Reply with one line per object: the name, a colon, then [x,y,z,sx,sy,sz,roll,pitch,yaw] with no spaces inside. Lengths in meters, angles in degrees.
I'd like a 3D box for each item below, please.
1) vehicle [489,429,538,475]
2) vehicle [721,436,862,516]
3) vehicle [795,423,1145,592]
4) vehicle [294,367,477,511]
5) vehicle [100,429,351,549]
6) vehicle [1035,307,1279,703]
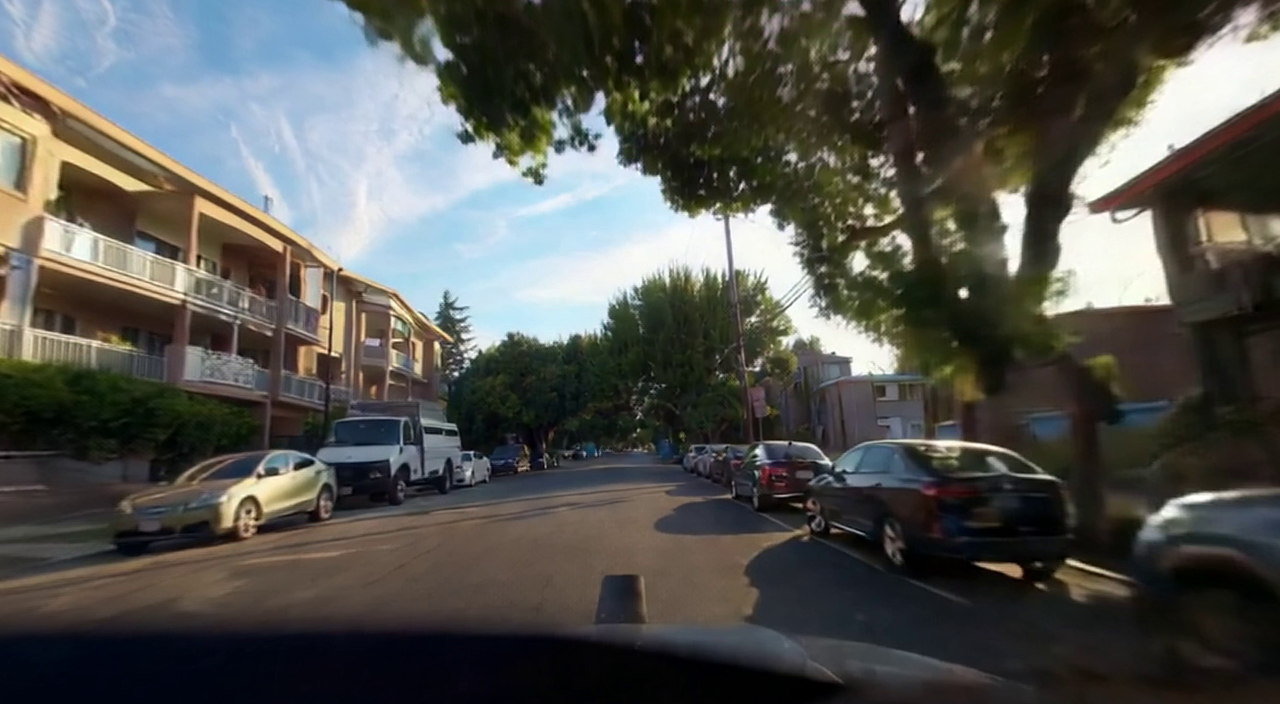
vehicle: [-7.195,5.749,36.411,1.889,2.463,4.142,0,-9,1]
vehicle: [3.338,2.841,15.072,2.057,1.554,4.905,0,-9,-1]
vehicle: [3.677,1.812,8.287,2.028,1.555,4.595,0,-9,-1]
vehicle: [-7.523,2.756,19.909,2.901,3.610,6.707,-3,-9,1]
vehicle: [-7.707,2.550,12.461,1.955,1.804,4.523,-3,-9,-1]
vehicle: [3.676,0.613,1.473,2.185,1.888,4.724,0,-9,-4]
